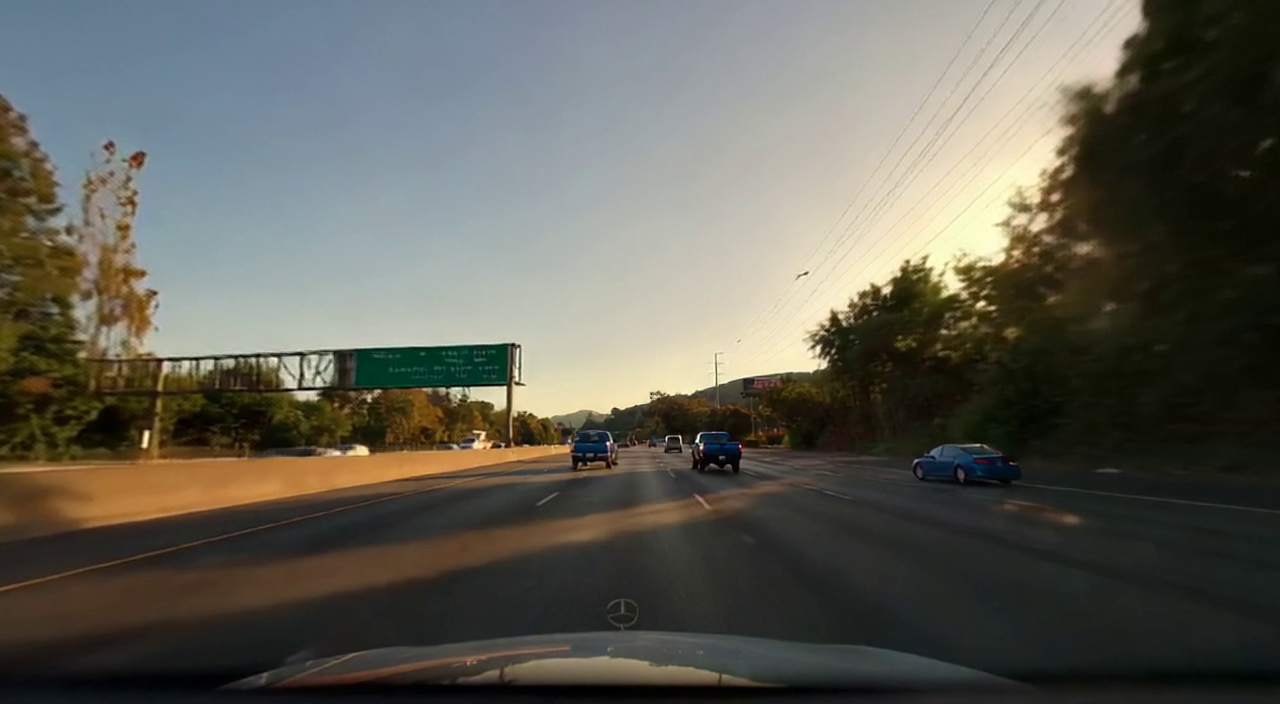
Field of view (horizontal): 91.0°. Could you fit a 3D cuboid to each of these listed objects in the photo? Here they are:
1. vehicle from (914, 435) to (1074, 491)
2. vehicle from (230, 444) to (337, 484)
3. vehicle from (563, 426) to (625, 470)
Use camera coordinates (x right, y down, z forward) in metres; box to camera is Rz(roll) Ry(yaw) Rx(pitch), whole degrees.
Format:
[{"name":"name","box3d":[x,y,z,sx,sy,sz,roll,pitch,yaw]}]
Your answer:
[{"name":"vehicle","box3d":[10.397,3.294,19.018,2.076,1.470,4.644,0,-8,-1]},{"name":"vehicle","box3d":[-14.518,4.566,25.964,1.838,1.501,4.332,0,-8,0]},{"name":"vehicle","box3d":[-2.228,4.941,32.443,2.508,2.023,6.176,0,-8,2]}]
